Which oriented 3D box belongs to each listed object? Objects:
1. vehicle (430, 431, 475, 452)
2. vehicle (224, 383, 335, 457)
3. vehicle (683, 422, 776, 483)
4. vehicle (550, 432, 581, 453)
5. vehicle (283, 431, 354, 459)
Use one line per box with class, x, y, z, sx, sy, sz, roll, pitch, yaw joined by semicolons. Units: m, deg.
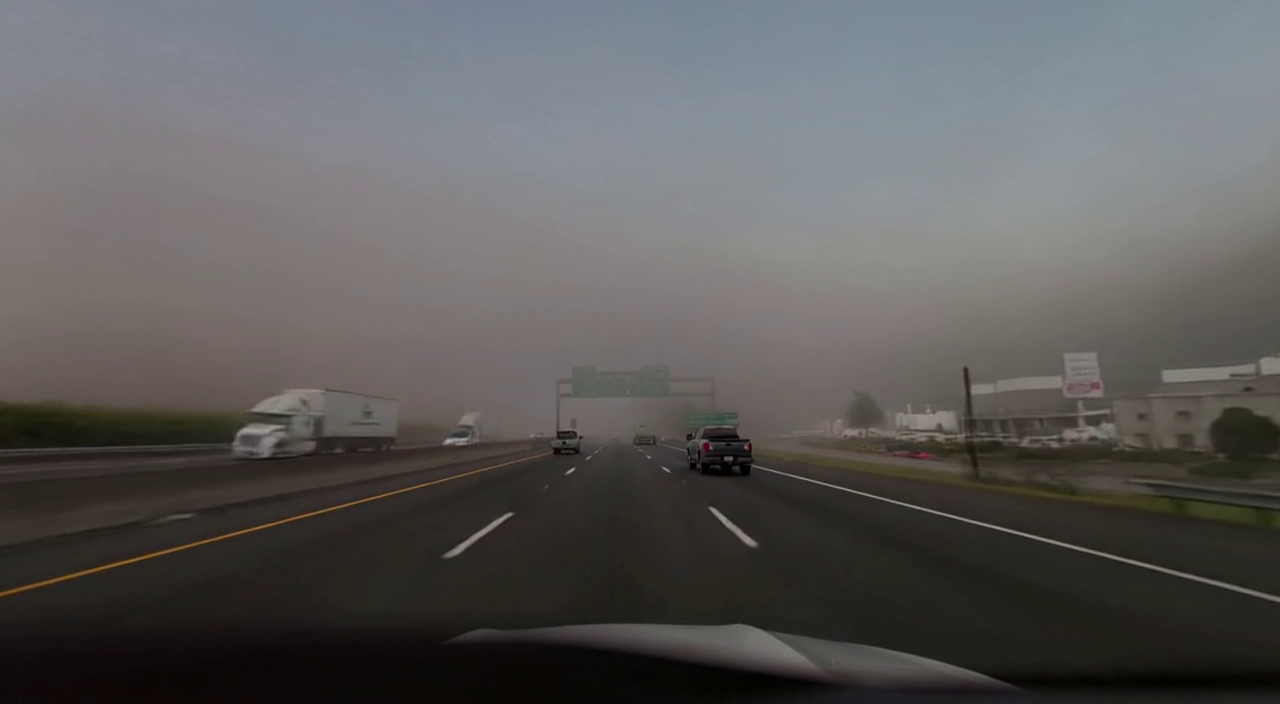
vehicle;-14.053;6.725;47.527;2.037;1.495;4.668;0;-8;-1
vehicle;-21.023;4.099;37.221;3.007;3.981;5.933;0;-8;-2
vehicle;2.582;3.014;19.218;2.022;1.637;4.229;0;-8;-3
vehicle;-5.657;6.935;48.458;1.996;1.518;4.229;0;-8;-2
vehicle;-17.312;5.005;34.119;1.885;1.441;3.879;0;-8;-1
